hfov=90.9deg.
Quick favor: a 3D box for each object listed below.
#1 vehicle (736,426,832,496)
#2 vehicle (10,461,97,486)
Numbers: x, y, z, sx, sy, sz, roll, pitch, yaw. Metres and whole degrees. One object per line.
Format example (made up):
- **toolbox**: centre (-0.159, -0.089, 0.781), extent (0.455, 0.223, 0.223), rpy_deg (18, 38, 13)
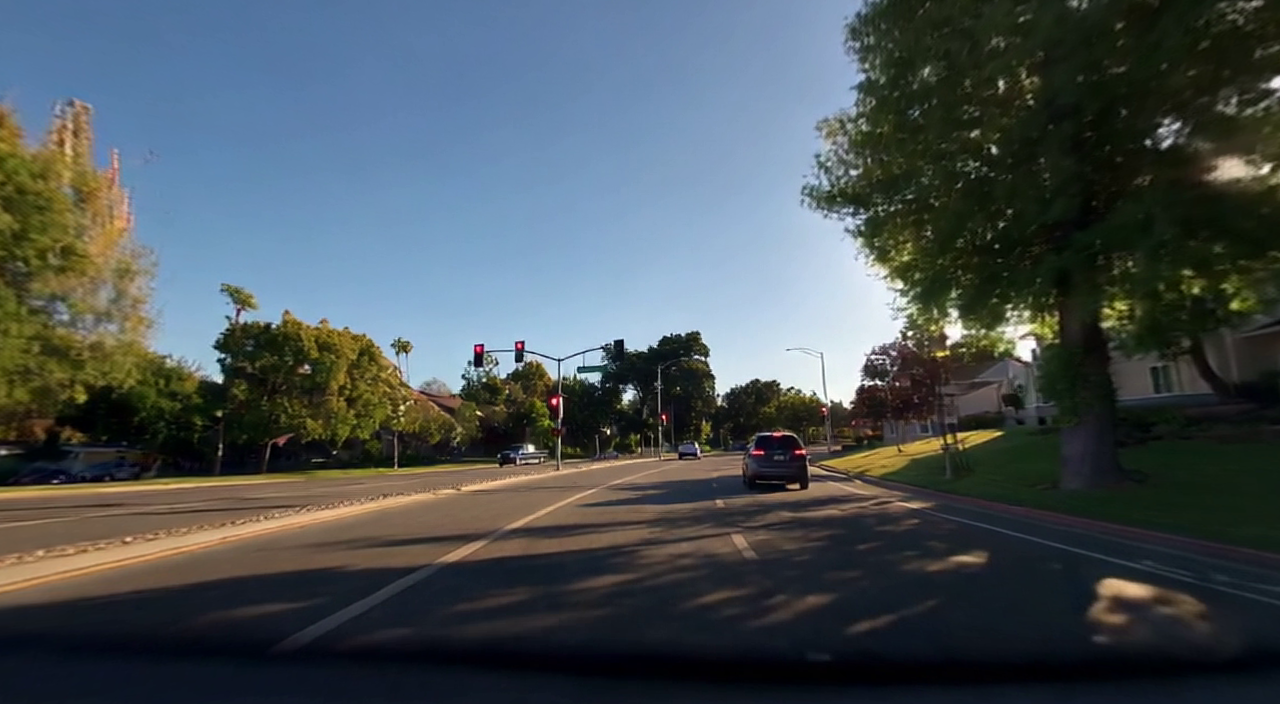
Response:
- **vehicle**: centre (4.200, 3.259, 19.179), extent (2.141, 1.833, 4.704), rpy_deg (-1, -9, 4)
- **vehicle**: centre (-35.068, 7.277, 37.745), extent (3.339, 1.383, 1.865), rpy_deg (0, -8, -1)
